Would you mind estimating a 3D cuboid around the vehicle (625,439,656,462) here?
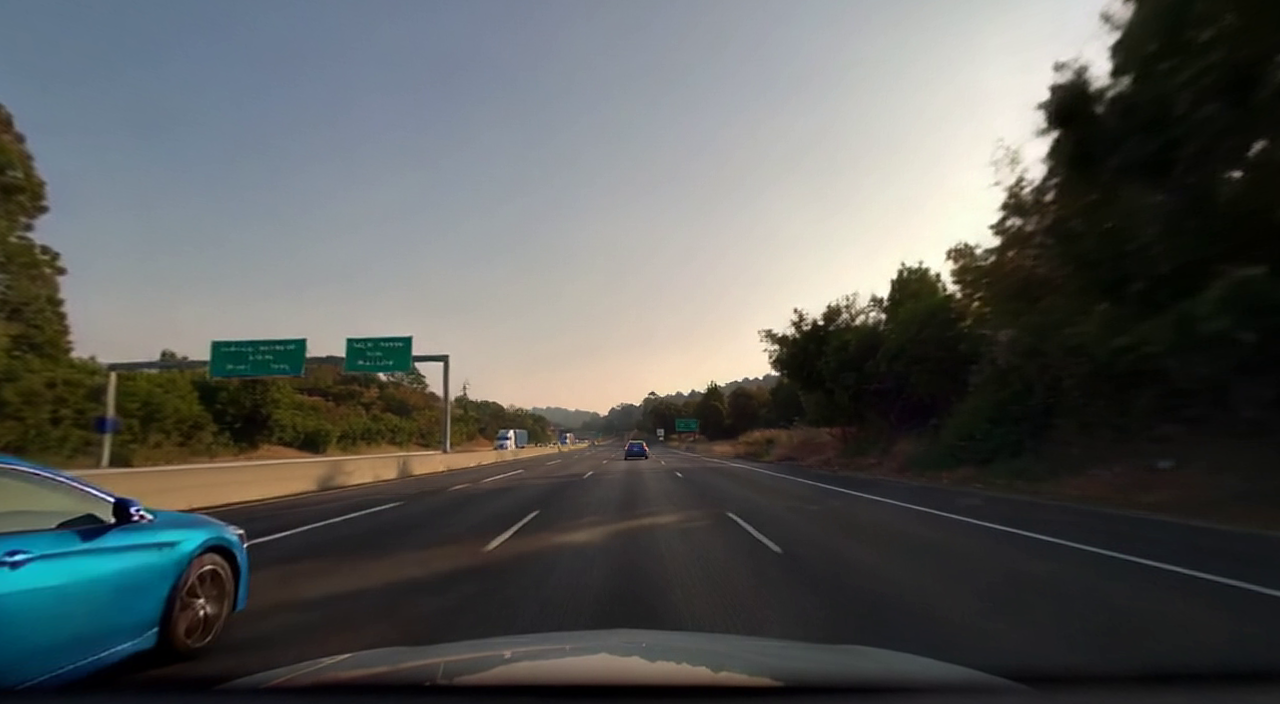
[{"bbox_3d":[0.008,6.668,42.798,2.028,1.440,3.690,0,-8,-1],"label":"vehicle"}]
